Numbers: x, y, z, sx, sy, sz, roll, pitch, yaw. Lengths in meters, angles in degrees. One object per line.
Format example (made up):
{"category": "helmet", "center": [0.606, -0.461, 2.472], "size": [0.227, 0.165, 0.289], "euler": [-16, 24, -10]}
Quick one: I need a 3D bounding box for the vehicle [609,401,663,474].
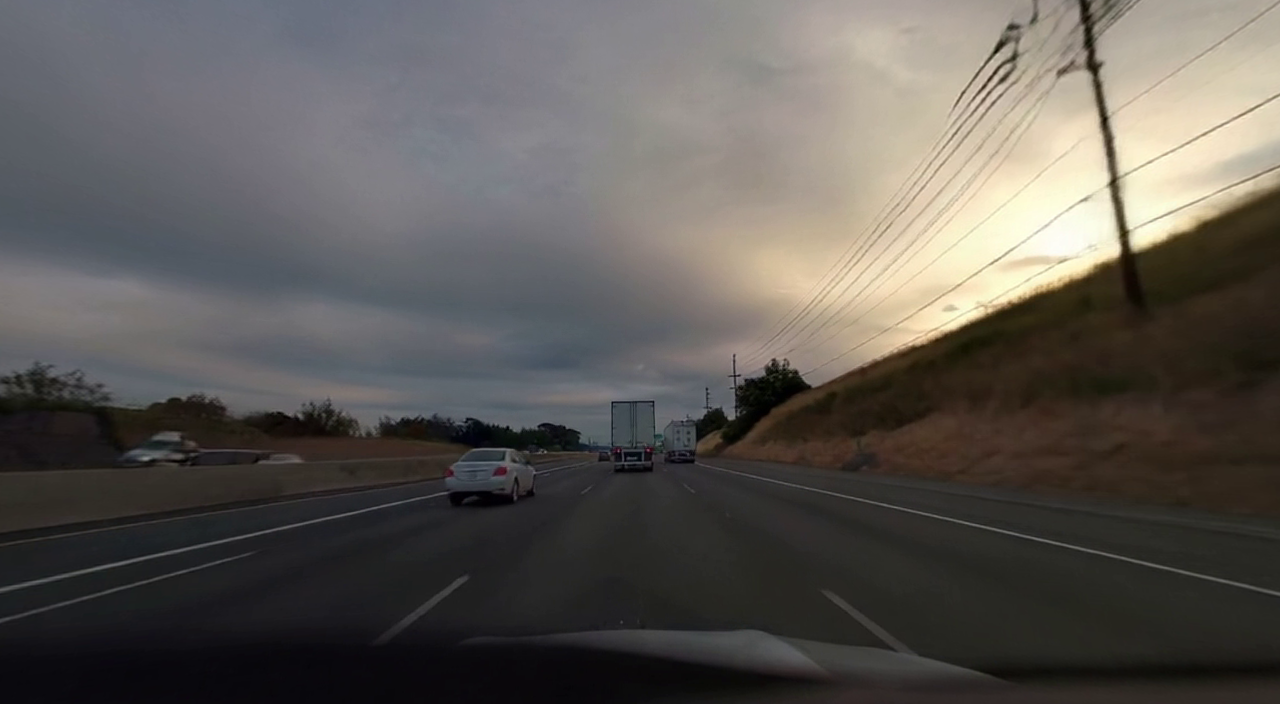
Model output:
{"category": "vehicle", "center": [-0.229, 5.526, 40.189], "size": [2.985, 4.025, 10.982], "euler": [0, -9, 0]}

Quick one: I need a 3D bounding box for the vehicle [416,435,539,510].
{"category": "vehicle", "center": [-4.015, 3.052, 16.458], "size": [2.050, 1.679, 4.253], "euler": [0, -9, 0]}
